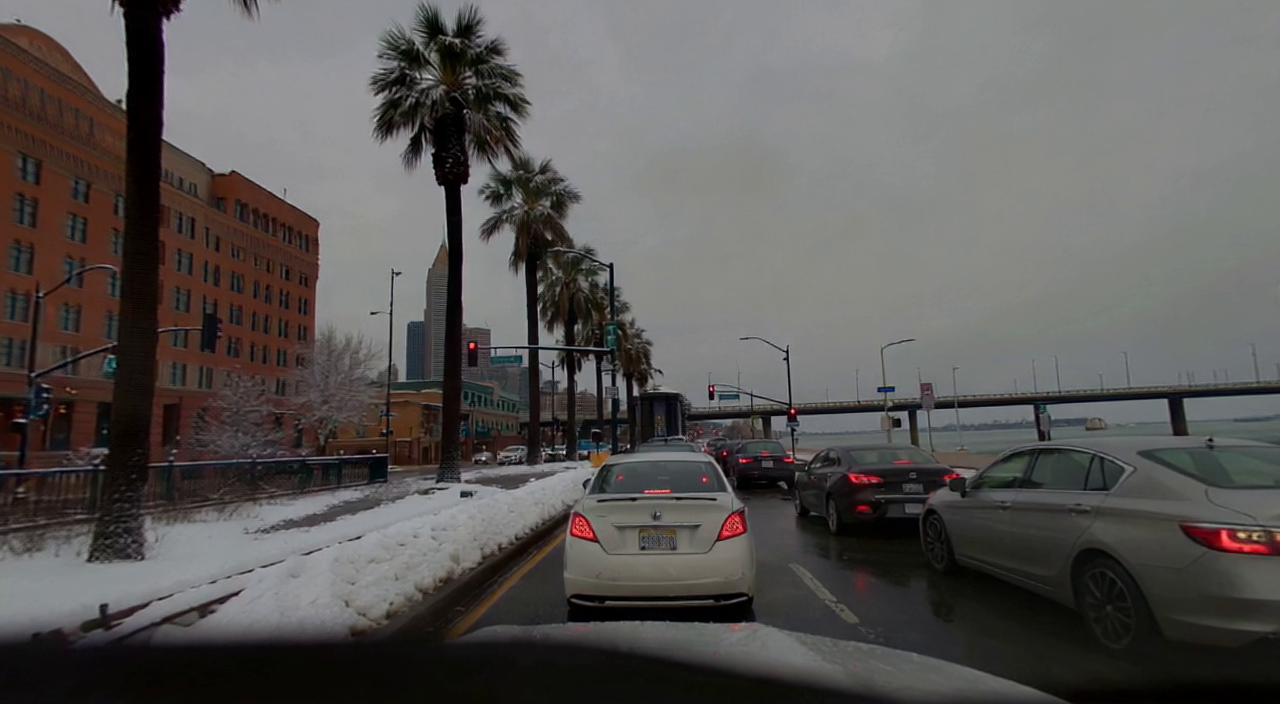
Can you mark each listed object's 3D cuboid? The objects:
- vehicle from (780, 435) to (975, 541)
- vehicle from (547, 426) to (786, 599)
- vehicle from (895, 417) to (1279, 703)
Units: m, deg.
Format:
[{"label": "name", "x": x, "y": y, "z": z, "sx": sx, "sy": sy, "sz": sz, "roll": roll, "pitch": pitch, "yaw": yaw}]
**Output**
[{"label": "vehicle", "x": 3.890, "y": 2.287, "z": 11.295, "sx": 1.920, "sy": 1.490, "sz": 4.417, "roll": -1, "pitch": -9, "yaw": 3}, {"label": "vehicle", "x": 0.264, "y": 1.698, "z": 7.477, "sx": 2.093, "sy": 1.503, "sz": 3.681, "roll": 0, "pitch": -9, "yaw": 1}, {"label": "vehicle", "x": 3.911, "y": 1.363, "z": 5.081, "sx": 1.913, "sy": 1.469, "sz": 4.425, "roll": 0, "pitch": -9, "yaw": 1}]
